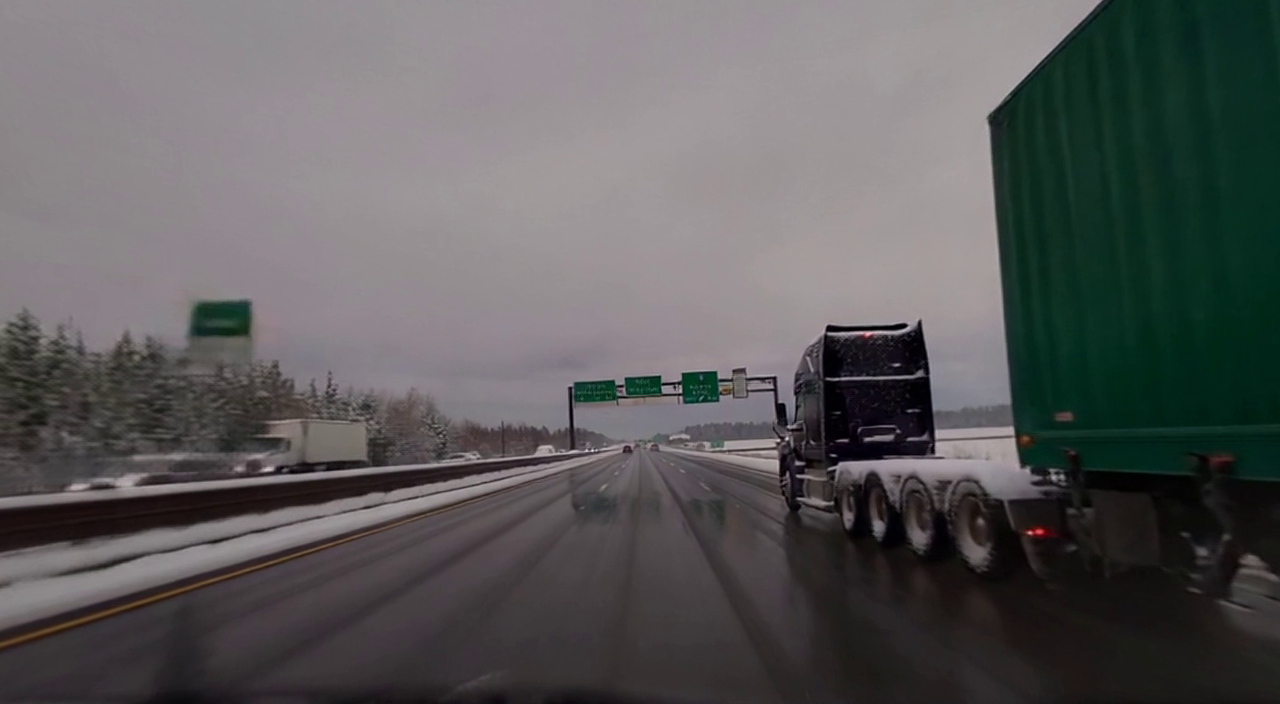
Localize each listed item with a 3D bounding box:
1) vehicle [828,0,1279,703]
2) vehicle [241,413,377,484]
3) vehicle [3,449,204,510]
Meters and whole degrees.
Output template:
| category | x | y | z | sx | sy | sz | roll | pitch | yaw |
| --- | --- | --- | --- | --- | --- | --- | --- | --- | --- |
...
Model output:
| category | x | y | z | sx | sy | sz | roll | pitch | yaw |
| --- | --- | --- | --- | --- | --- | --- | --- | --- | --- |
| vehicle | 4.105 | -0.377 | 1.923 | 3.060 | 4.100 | 13.141 | 0 | -9 | 0 |
| vehicle | -19.223 | 5.752 | 37.549 | 2.933 | 3.652 | 9.374 | 0 | -9 | 0 |
| vehicle | -14.622 | 3.467 | 17.577 | 1.869 | 1.464 | 4.207 | 0 | -9 | 0 |
